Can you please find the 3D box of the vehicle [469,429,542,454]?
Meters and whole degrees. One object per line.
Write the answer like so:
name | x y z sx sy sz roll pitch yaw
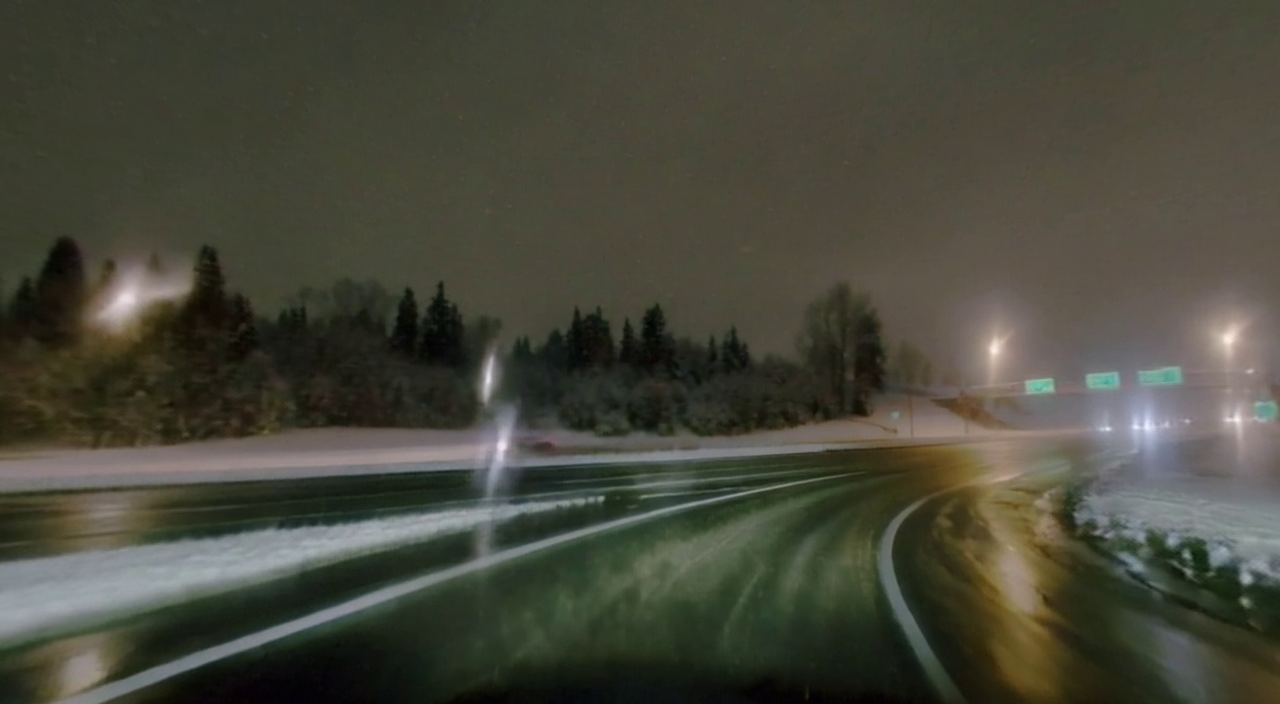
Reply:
vehicle | -9.035 6.083 42.677 4.433 1.597 1.922 7 -11 -42
